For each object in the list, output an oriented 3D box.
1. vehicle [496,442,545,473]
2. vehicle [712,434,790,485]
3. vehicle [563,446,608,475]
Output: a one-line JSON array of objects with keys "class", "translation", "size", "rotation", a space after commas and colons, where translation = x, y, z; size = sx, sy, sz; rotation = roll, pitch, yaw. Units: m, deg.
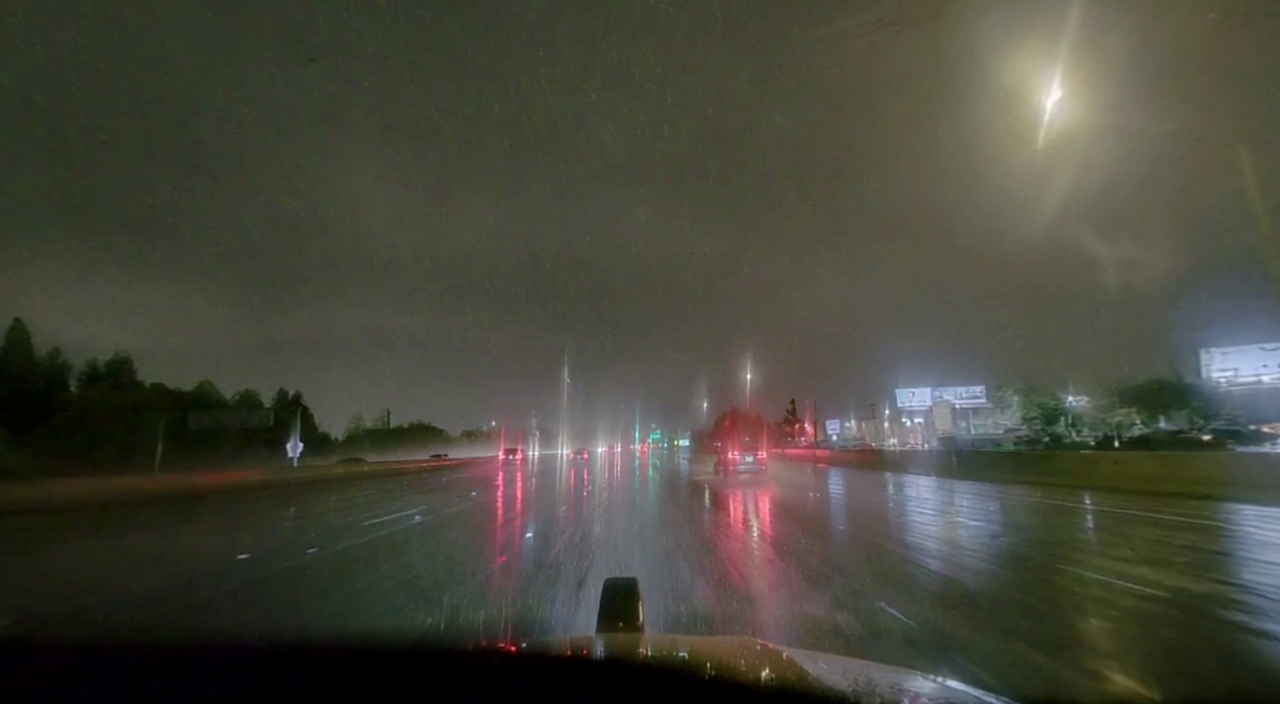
[{"class": "vehicle", "translation": [-7.523, 6.707, 40.168], "size": [2.112, 1.813, 4.716], "rotation": [-1, -9, 2]}, {"class": "vehicle", "translation": [4.109, 4.096, 24.251], "size": [2.109, 1.764, 4.704], "rotation": [0, -9, 0]}, {"class": "vehicle", "translation": [-3.022, 6.165, 36.012], "size": [2.139, 1.510, 4.506], "rotation": [0, -9, 1]}]
